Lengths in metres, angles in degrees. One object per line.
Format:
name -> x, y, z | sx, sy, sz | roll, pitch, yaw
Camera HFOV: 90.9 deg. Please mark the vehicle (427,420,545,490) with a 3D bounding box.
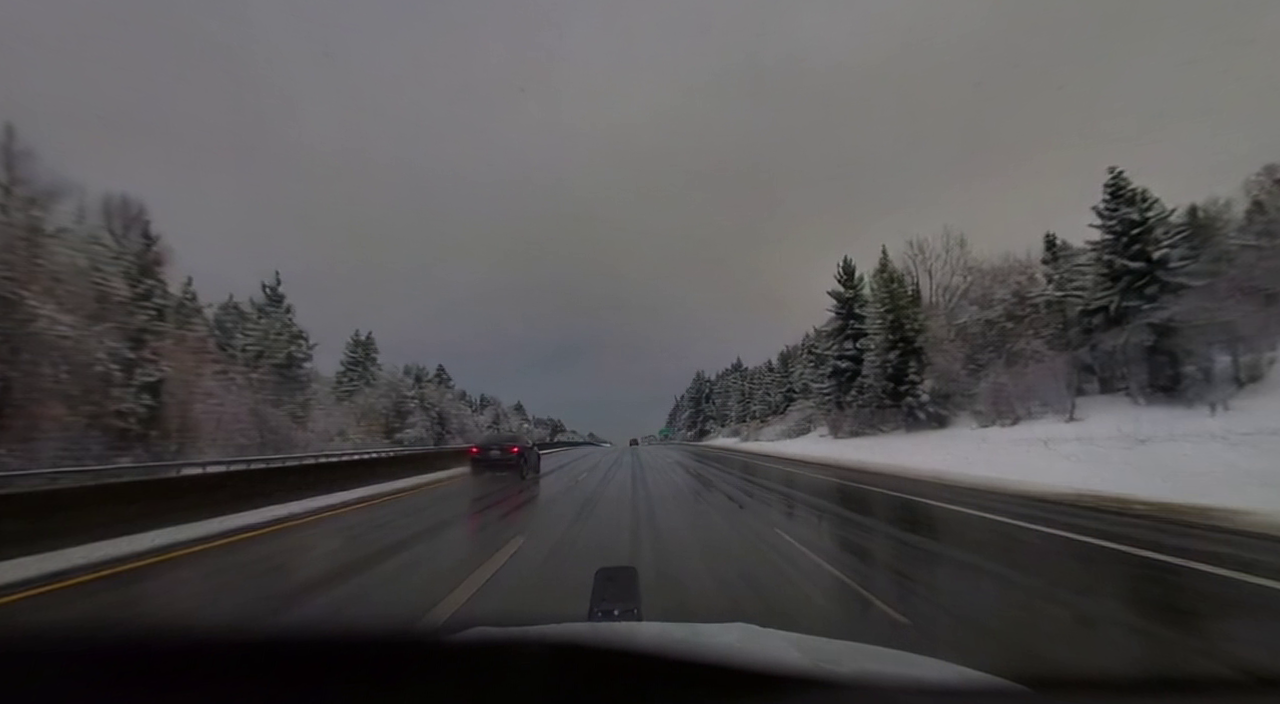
vehicle -> -4.081, 2.805, 17.612 | 2.185, 1.677, 4.390 | 0, -8, 0
